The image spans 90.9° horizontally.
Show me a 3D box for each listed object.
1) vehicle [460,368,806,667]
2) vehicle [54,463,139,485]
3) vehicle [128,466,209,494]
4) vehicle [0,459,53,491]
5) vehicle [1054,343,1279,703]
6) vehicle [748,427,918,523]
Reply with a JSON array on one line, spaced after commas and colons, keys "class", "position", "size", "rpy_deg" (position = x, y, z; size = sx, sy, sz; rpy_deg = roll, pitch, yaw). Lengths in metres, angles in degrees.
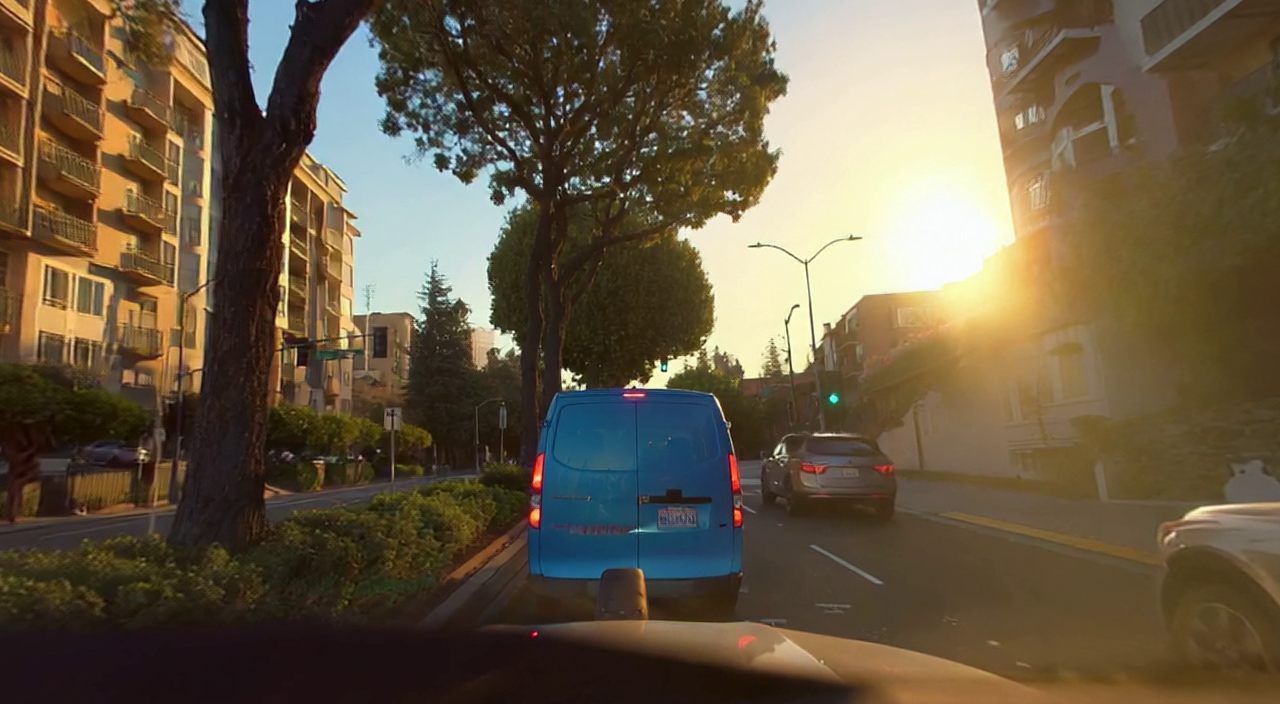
[{"class": "vehicle", "position": [-0.031, 1.331, 6.079], "size": [2.101, 1.828, 4.270], "rpy_deg": [0, -9, 0]}, {"class": "vehicle", "position": [-38.430, 8.639, 44.653], "size": [4.396, 1.458, 1.809], "rpy_deg": [-1, -9, 2]}, {"class": "vehicle", "position": [-33.219, 9.058, 44.530], "size": [4.292, 1.492, 1.772], "rpy_deg": [-6, -14, -1]}, {"class": "vehicle", "position": [-35.499, 6.847, 35.176], "size": [3.843, 1.680, 1.782], "rpy_deg": [-1, -9, 6]}, {"class": "vehicle", "position": [3.803, 0.738, 2.003], "size": [2.157, 1.748, 4.130], "rpy_deg": [0, -9, 1]}, {"class": "vehicle", "position": [3.868, 2.564, 13.714], "size": [2.061, 1.676, 4.734], "rpy_deg": [0, -9, -2]}]
